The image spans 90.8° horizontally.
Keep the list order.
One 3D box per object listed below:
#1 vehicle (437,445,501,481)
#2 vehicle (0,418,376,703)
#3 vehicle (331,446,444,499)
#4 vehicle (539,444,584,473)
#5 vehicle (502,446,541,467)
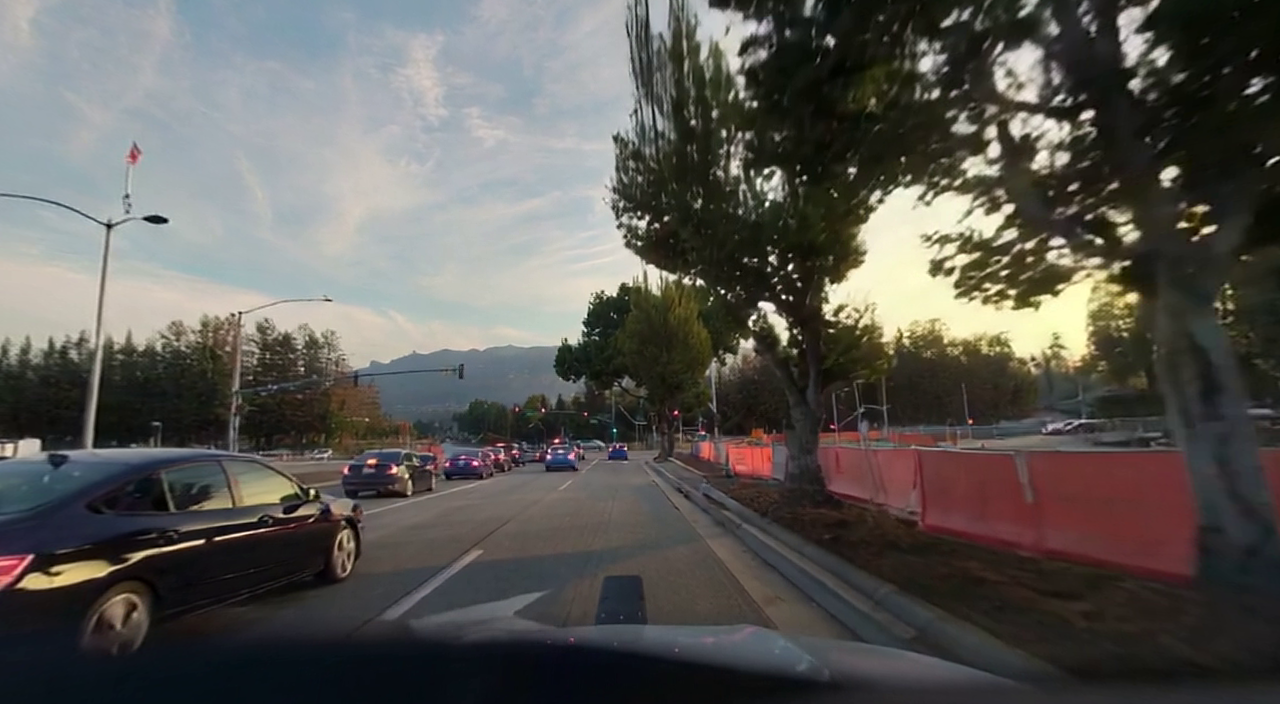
[{"bbox_3d":[-7.813,5.102,29.342,1.900,1.507,4.285,-1,-8,-2],"label":"vehicle"},{"bbox_3d":[-4.048,1.366,4.824,2.026,1.497,4.577,-2,-8,1],"label":"vehicle"},{"bbox_3d":[-8.166,3.908,20.932,1.992,1.446,4.296,-3,-8,0],"label":"vehicle"},{"bbox_3d":[-4.210,5.774,34.523,2.042,1.441,4.172,-1,-8,-2],"label":"vehicle"},{"bbox_3d":[-8.527,7.533,45.736,1.933,1.458,4.544,0,-8,0],"label":"vehicle"}]
